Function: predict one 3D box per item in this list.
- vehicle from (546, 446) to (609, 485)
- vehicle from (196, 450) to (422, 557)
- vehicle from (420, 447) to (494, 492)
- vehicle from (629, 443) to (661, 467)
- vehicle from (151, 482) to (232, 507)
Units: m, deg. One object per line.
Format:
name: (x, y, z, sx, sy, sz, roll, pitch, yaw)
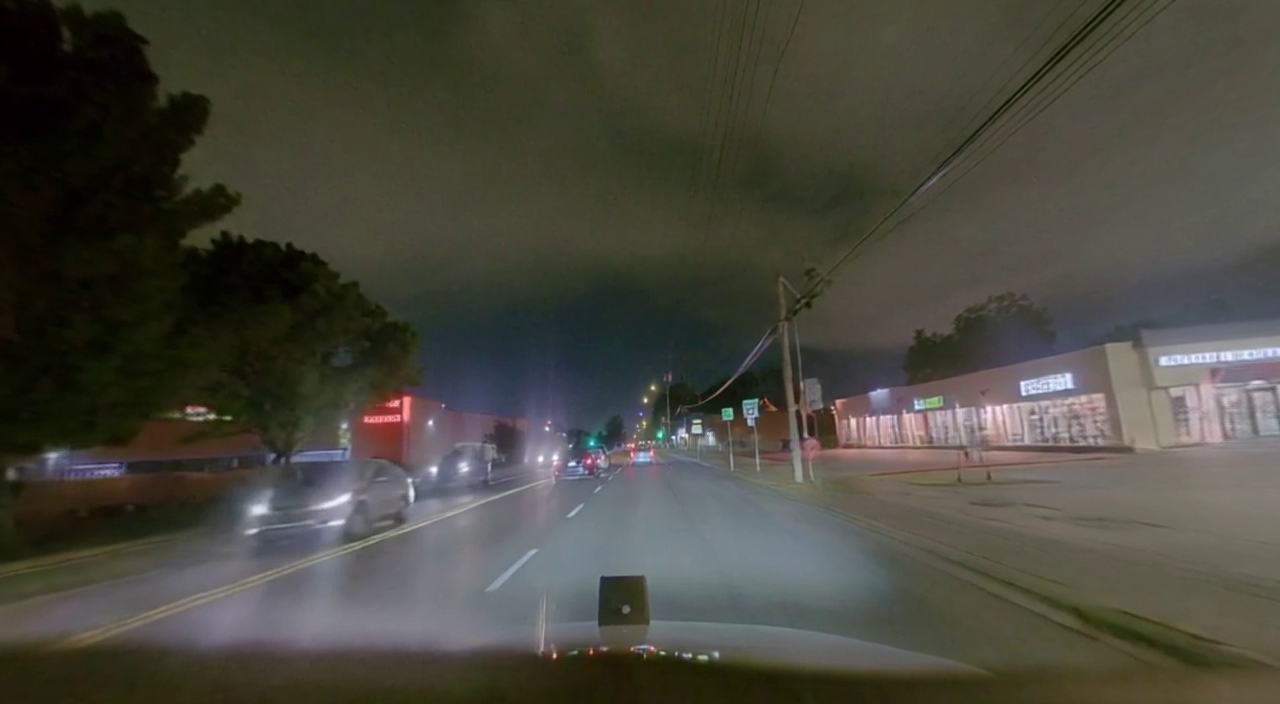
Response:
vehicle: (-2.470, 4.599, 25.996, 2.099, 1.424, 4.609, 0, -9, 1)
vehicle: (-5.903, 2.691, 11.939, 2.045, 1.619, 3.973, -1, -9, 1)
vehicle: (-8.359, 5.354, 29.294, 1.995, 1.880, 4.703, -1, -9, 1)
vehicle: (0.312, 6.888, 42.303, 2.020, 1.478, 3.922, 0, -9, -1)
vehicle: (-34.523, 10.973, 48.581, 4.558, 1.819, 2.094, 1, -11, 0)
